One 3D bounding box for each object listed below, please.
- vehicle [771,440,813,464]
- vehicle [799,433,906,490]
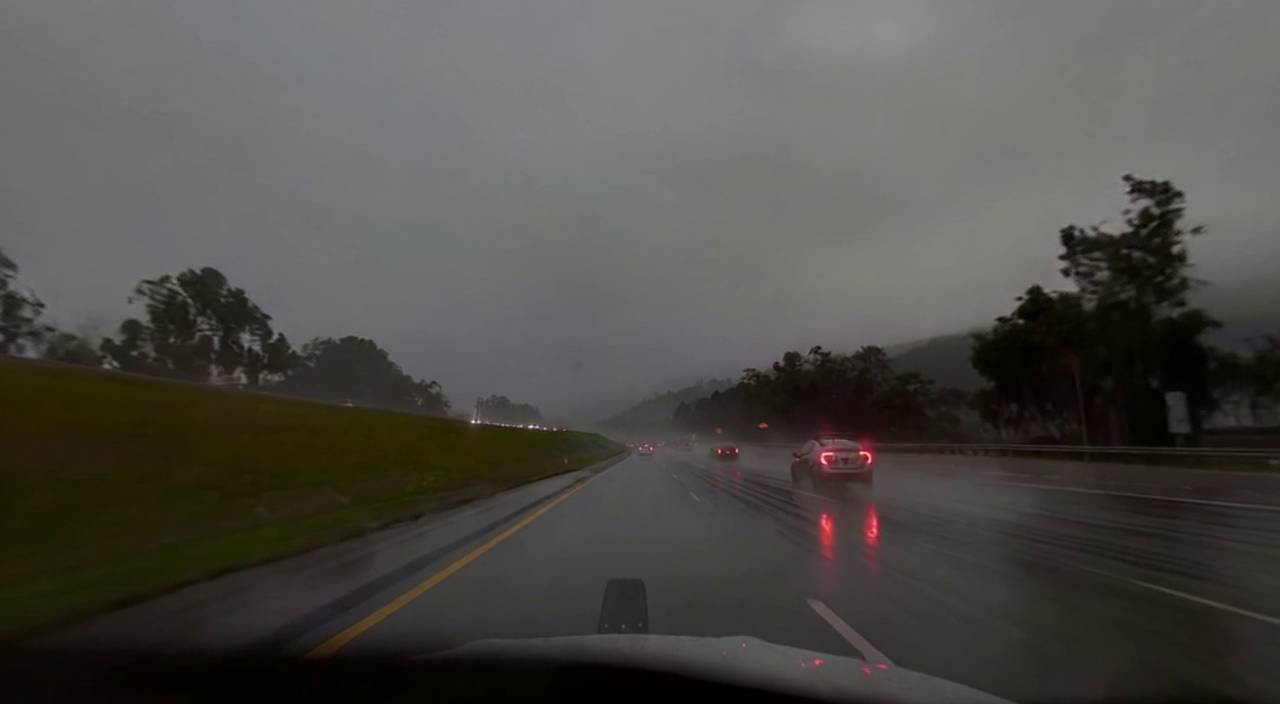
[{"bbox_3d":[11.054,7.277,45.958,1.986,1.644,4.126,0,-8,0],"label":"vehicle"},{"bbox_3d":[7.113,3.705,21.621,2.048,1.697,4.689,0,-8,0],"label":"vehicle"}]
